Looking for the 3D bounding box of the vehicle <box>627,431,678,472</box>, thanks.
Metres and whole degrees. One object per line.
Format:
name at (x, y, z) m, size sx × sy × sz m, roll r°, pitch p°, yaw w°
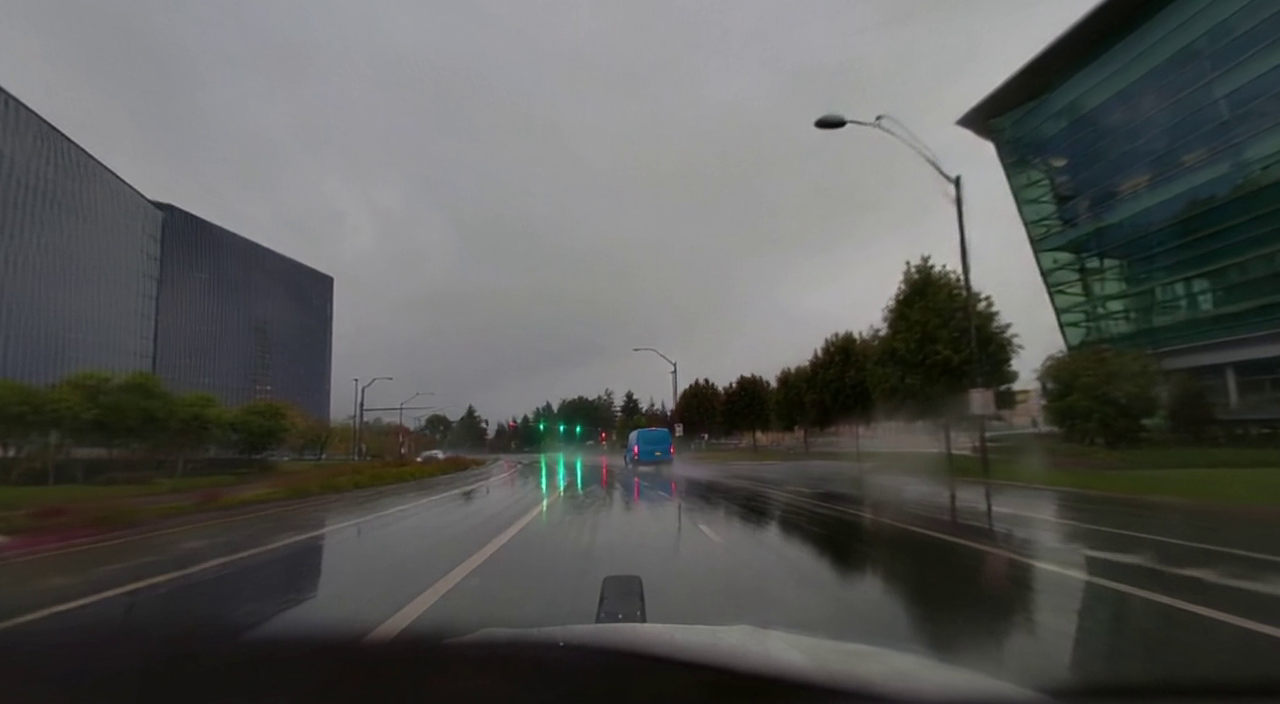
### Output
vehicle at (0.646, 5.913, 37.549) m, size 2.339 × 2.244 × 4.817 m, roll 1°, pitch -9°, yaw -8°
